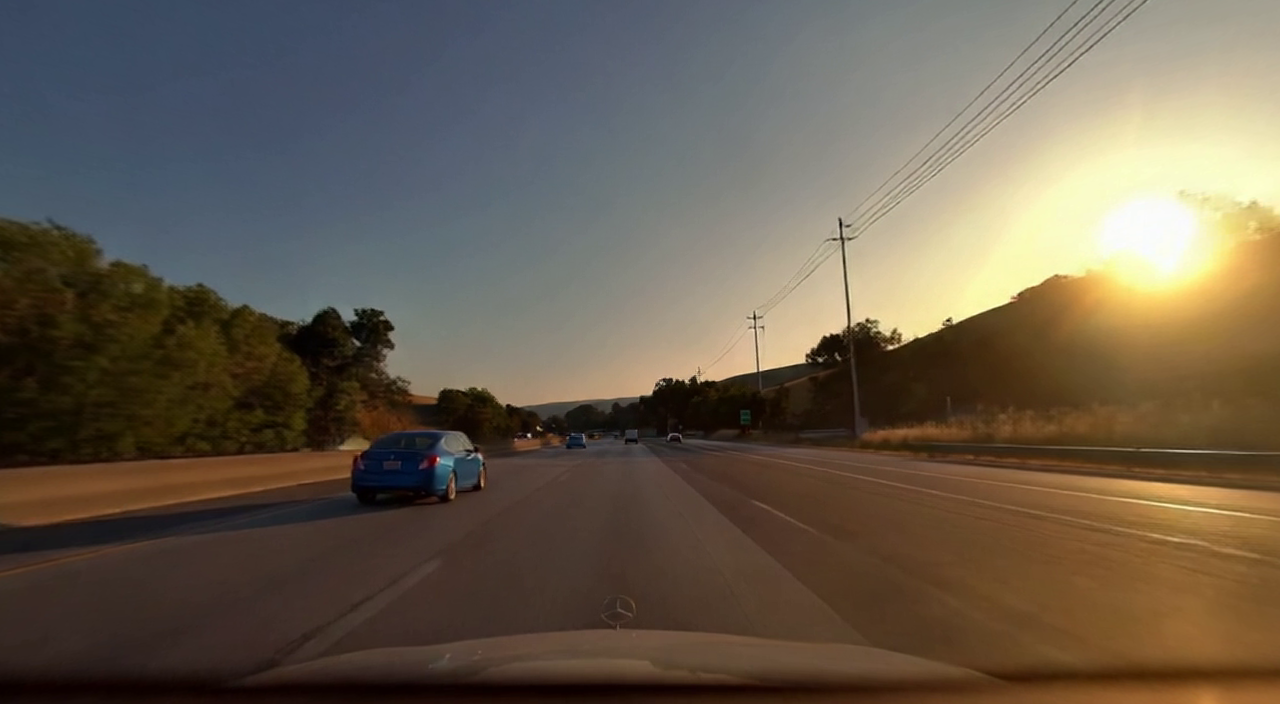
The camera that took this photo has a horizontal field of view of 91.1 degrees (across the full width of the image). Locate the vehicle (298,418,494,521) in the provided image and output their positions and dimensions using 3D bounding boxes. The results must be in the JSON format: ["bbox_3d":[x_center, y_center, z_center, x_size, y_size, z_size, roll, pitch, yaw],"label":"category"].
[{"bbox_3d":[-4.283,2.103,11.899,2.023,1.580,4.259,0,-8,-1],"label":"vehicle"}]
